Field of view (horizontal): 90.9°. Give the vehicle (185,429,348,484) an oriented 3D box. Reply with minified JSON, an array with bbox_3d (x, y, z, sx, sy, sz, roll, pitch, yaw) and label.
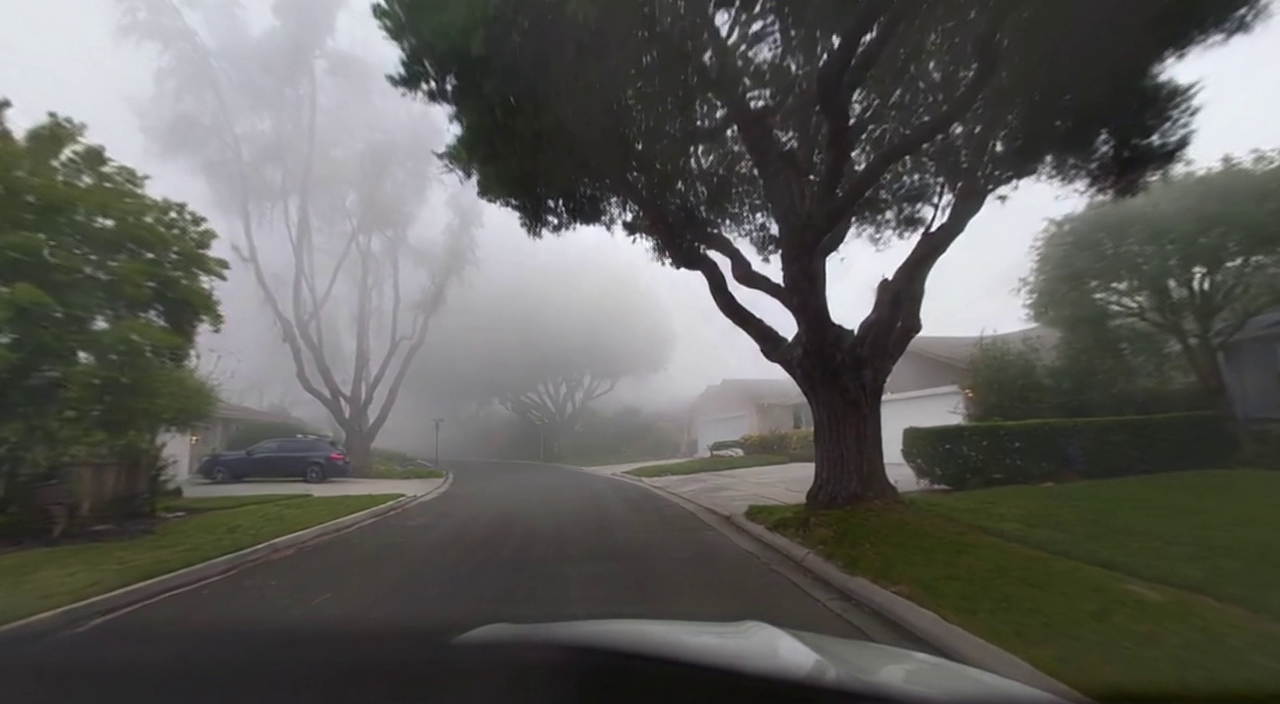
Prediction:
[{"bbox_3d":[-13.625,3.808,23.412,4.961,1.757,1.971,2,-9,-24],"label":"vehicle"}]
